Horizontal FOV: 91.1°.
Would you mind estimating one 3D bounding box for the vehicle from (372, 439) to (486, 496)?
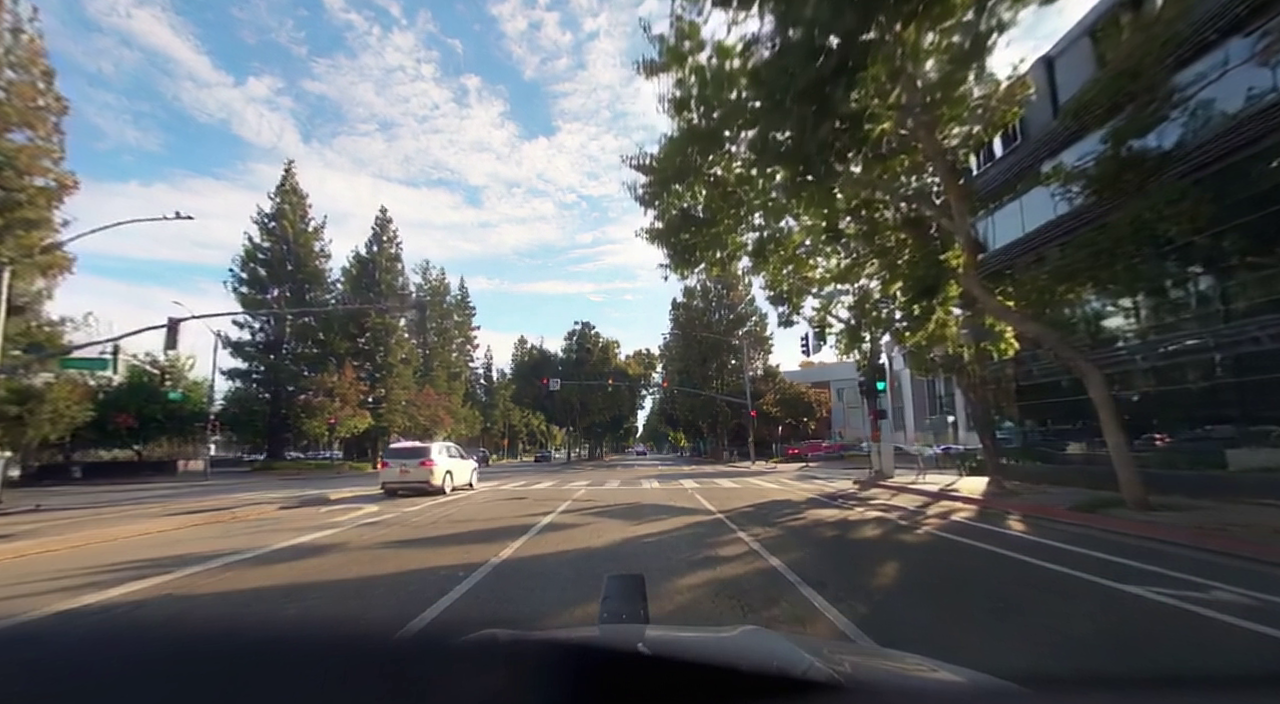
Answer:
[{"bbox_3d":[-6.478,3.586,19.952,1.876,1.570,4.980,0,-9,0],"label":"vehicle"}]
